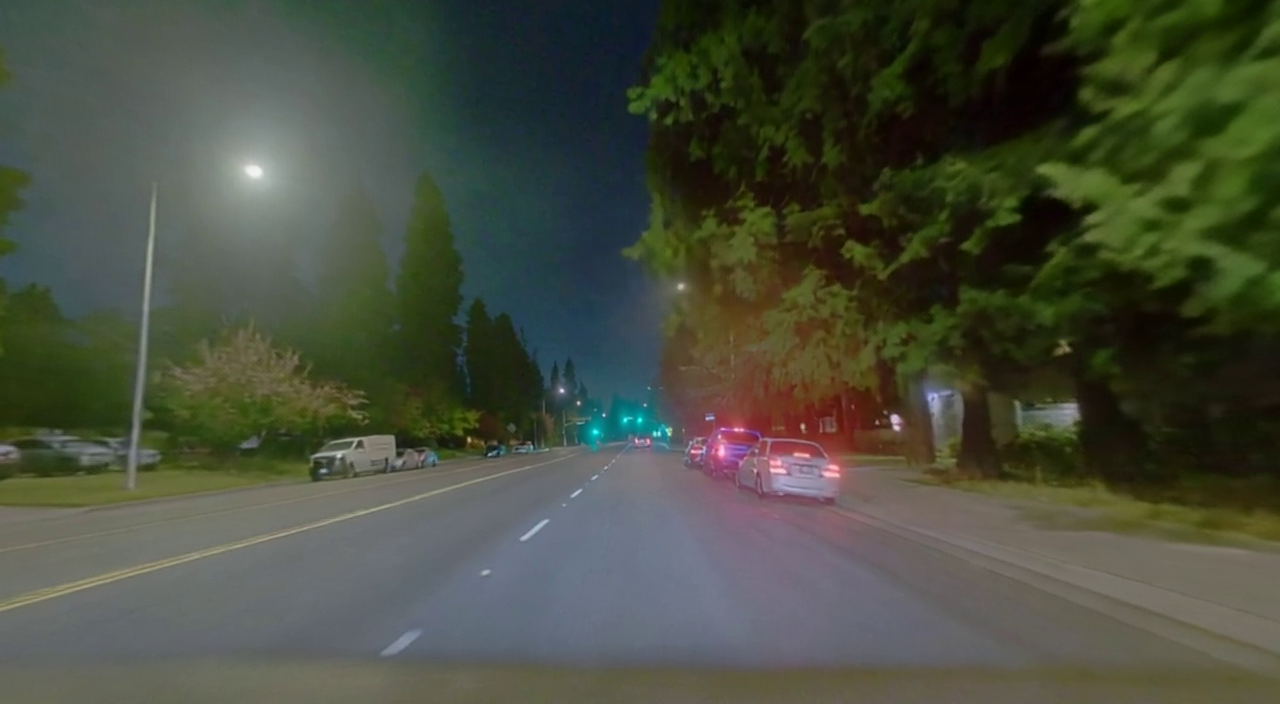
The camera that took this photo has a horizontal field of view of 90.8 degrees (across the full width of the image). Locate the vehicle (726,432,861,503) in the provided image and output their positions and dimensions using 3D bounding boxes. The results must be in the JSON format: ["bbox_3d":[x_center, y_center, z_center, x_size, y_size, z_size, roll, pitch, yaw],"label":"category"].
[{"bbox_3d":[3.564,2.794,15.798,1.911,1.471,5.151,0,-8,-2],"label":"vehicle"}]

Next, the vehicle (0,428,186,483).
[{"bbox_3d":[-21.940,4.086,25.027,6.230,1.991,2.456,-1,-8,7],"label":"vehicle"}]

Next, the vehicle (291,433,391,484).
[{"bbox_3d":[-13.867,4.952,29.781,2.155,1.991,5.722,-3,-8,-2],"label":"vehicle"}]
